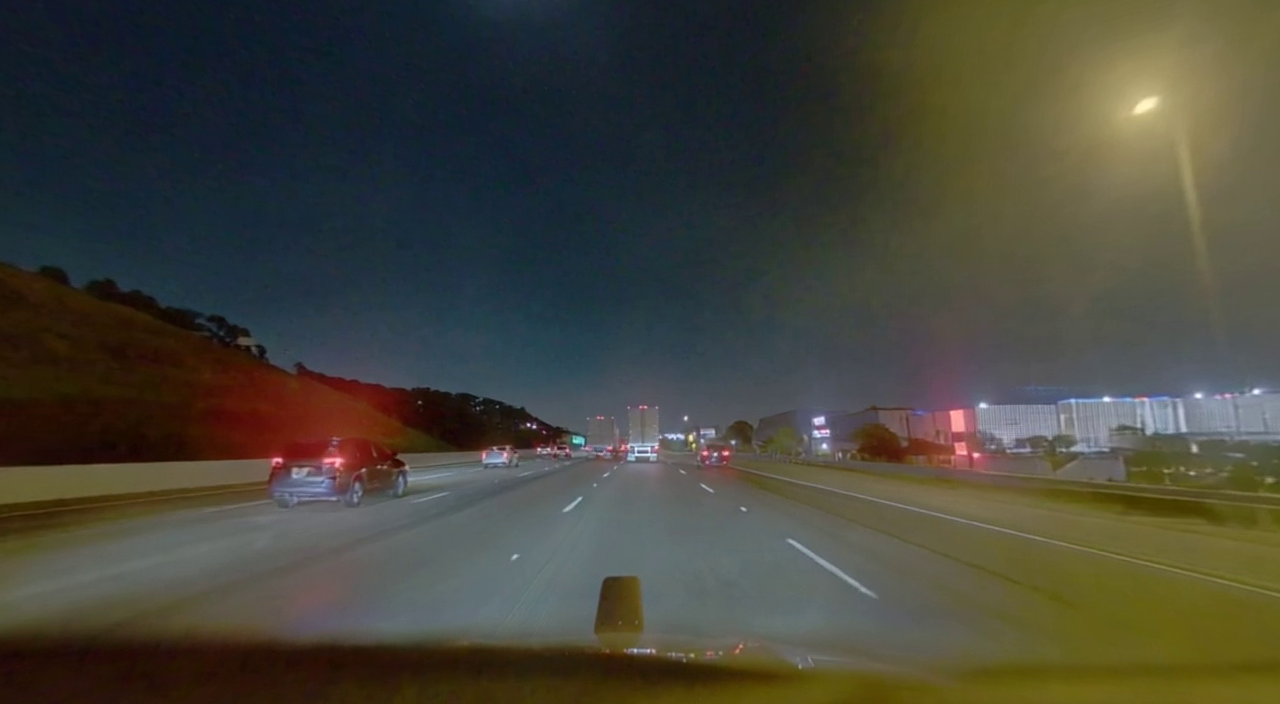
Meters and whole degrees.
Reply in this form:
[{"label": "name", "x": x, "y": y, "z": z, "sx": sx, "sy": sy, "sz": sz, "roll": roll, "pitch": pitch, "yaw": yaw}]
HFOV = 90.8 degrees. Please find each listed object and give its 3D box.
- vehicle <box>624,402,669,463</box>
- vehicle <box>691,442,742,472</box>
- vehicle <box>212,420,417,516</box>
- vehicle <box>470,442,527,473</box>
[{"label": "vehicle", "x": 0.382, "y": 6.188, "z": 47.709, "sx": 2.969, "sy": 4.104, "sz": 10.906, "roll": 0, "pitch": -9, "yaw": -1}, {"label": "vehicle", "x": 3.871, "y": 5.382, "z": 32.588, "sx": 2.006, "sy": 1.452, "sz": 4.246, "roll": 0, "pitch": -9, "yaw": -1}, {"label": "vehicle", "x": -6.817, "y": 2.483, "z": 13.941, "sx": 2.122, "sy": 1.754, "sz": 4.379, "roll": 0, "pitch": -9, "yaw": 1}, {"label": "vehicle", "x": -7.358, "y": 5.507, "z": 33.203, "sx": 1.891, "sy": 1.460, "sz": 4.506, "roll": 0, "pitch": -9, "yaw": 1}]
